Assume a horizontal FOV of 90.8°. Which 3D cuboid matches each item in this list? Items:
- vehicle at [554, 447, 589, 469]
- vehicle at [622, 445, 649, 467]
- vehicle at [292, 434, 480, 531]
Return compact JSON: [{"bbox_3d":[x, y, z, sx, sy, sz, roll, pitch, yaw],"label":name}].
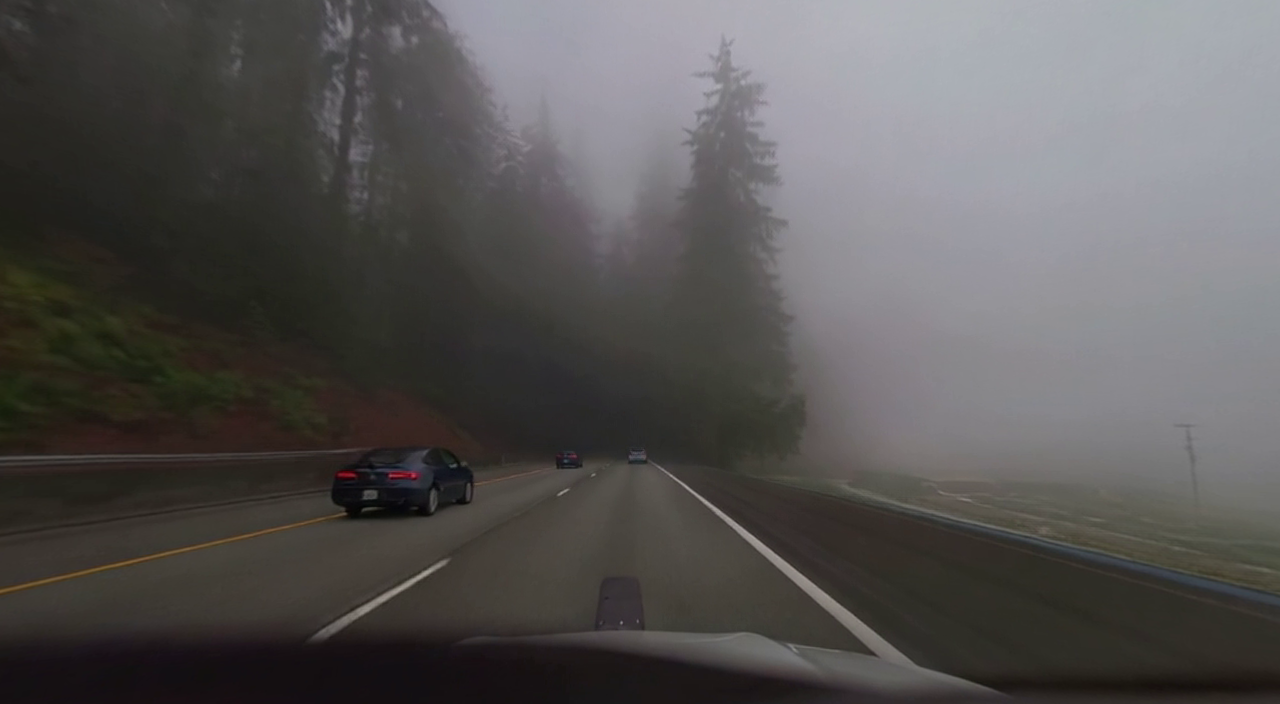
[{"bbox_3d":[-4.806,7.466,44.730,2.052,1.468,4.390,0,-9,0],"label":"vehicle"},{"bbox_3d":[-0.396,8.196,49.917,2.070,1.603,4.806,0,-9,-1],"label":"vehicle"},{"bbox_3d":[-4.577,2.399,12.203,1.838,1.508,4.317,0,-9,0],"label":"vehicle"}]
